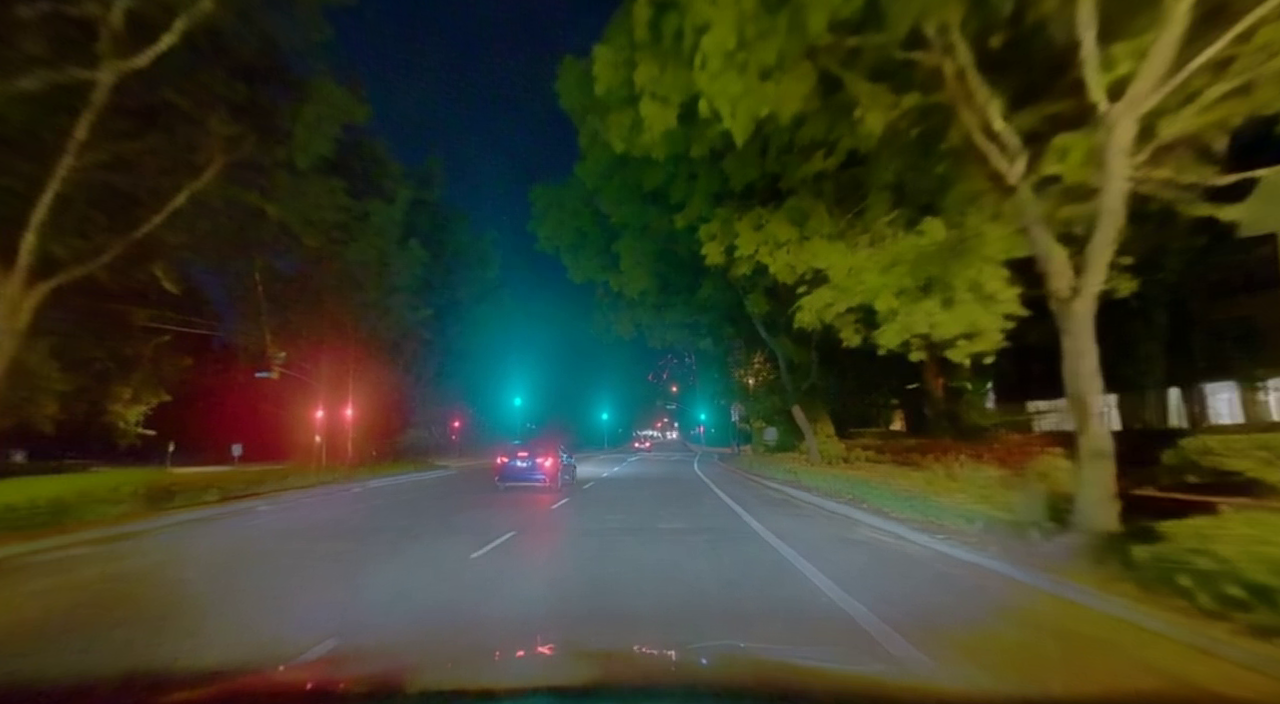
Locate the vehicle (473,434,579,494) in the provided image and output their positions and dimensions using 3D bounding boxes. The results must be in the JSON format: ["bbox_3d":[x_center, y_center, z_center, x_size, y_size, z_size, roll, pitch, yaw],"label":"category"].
[{"bbox_3d":[-3.130,3.209,18.448,2.038,1.486,4.678,-1,-9,3],"label":"vehicle"}]

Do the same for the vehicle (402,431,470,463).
[{"bbox_3d":[-15.362,7.230,48.127,2.734,2.261,6.993,0,-9,1],"label":"vehicle"}]
